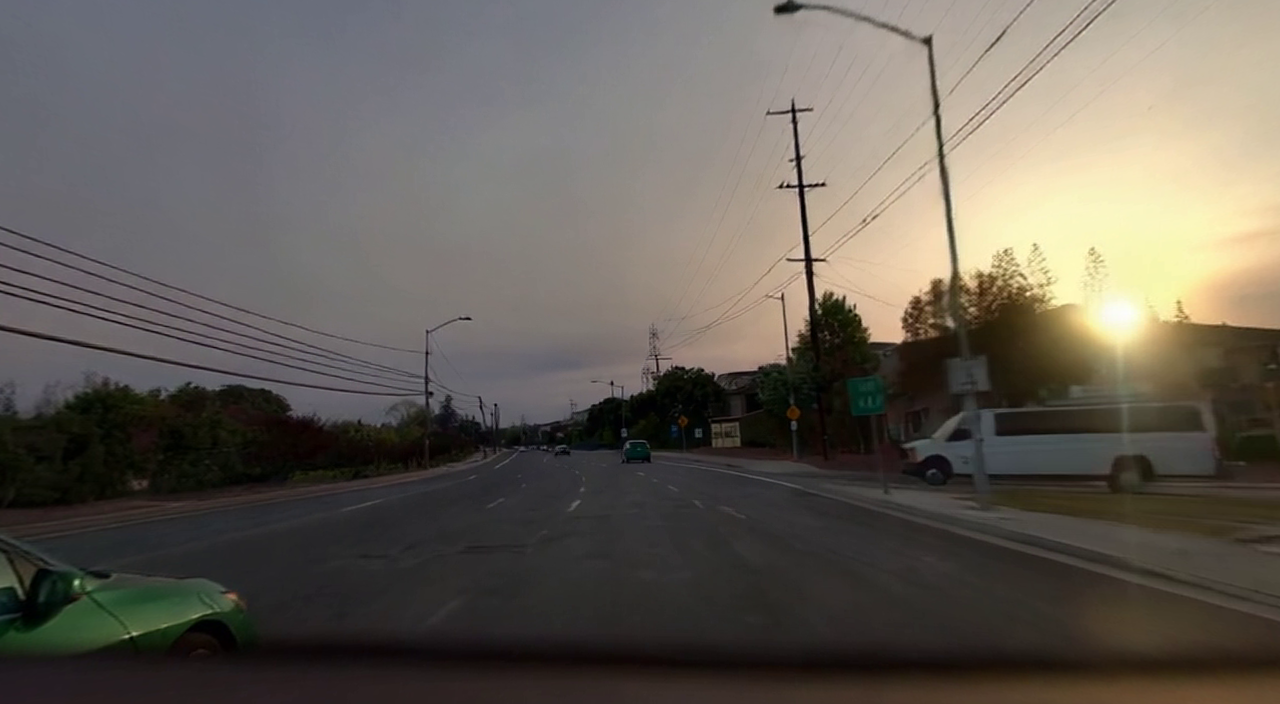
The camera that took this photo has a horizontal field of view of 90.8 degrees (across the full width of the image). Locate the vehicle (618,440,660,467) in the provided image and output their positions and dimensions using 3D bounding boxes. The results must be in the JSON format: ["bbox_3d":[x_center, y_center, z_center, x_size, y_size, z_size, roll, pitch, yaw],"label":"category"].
[{"bbox_3d":[-0.143,6.141,38.429,2.015,1.467,4.117,0,-8,-8],"label":"vehicle"}]

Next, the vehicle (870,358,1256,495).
[{"bbox_3d":[10.775,2.148,17.209,7.877,3.013,2.916,-6,-10,31],"label":"vehicle"}]
